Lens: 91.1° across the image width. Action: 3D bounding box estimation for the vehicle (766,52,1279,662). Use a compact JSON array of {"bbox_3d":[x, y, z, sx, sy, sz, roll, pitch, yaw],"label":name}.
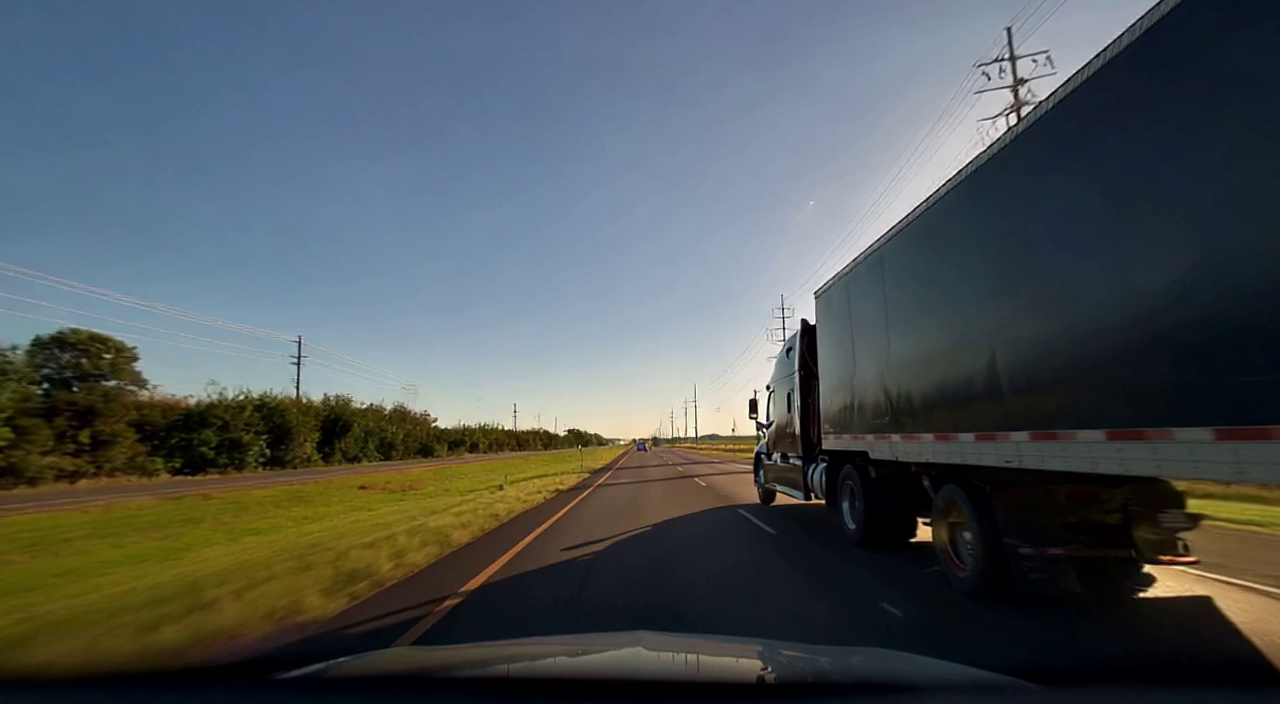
[{"bbox_3d":[4.084,0.511,8.156,3.031,3.879,8.478,0,-8,0],"label":"vehicle"}]
